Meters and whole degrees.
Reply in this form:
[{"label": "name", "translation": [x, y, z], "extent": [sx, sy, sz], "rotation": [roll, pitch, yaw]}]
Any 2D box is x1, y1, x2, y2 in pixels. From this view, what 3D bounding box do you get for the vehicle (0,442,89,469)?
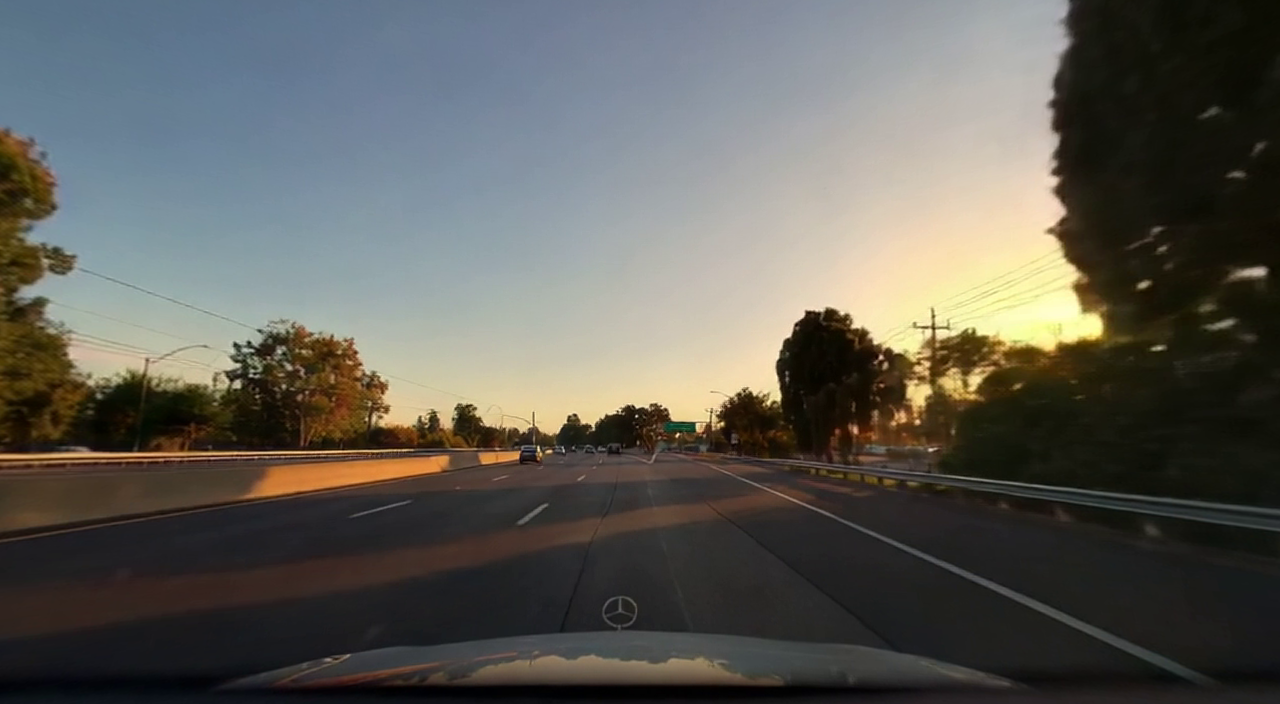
[{"label": "vehicle", "translation": [-40.525, 7.030, 43.052], "extent": [1.975, 1.695, 4.592], "rotation": [0, -8, -4]}]
